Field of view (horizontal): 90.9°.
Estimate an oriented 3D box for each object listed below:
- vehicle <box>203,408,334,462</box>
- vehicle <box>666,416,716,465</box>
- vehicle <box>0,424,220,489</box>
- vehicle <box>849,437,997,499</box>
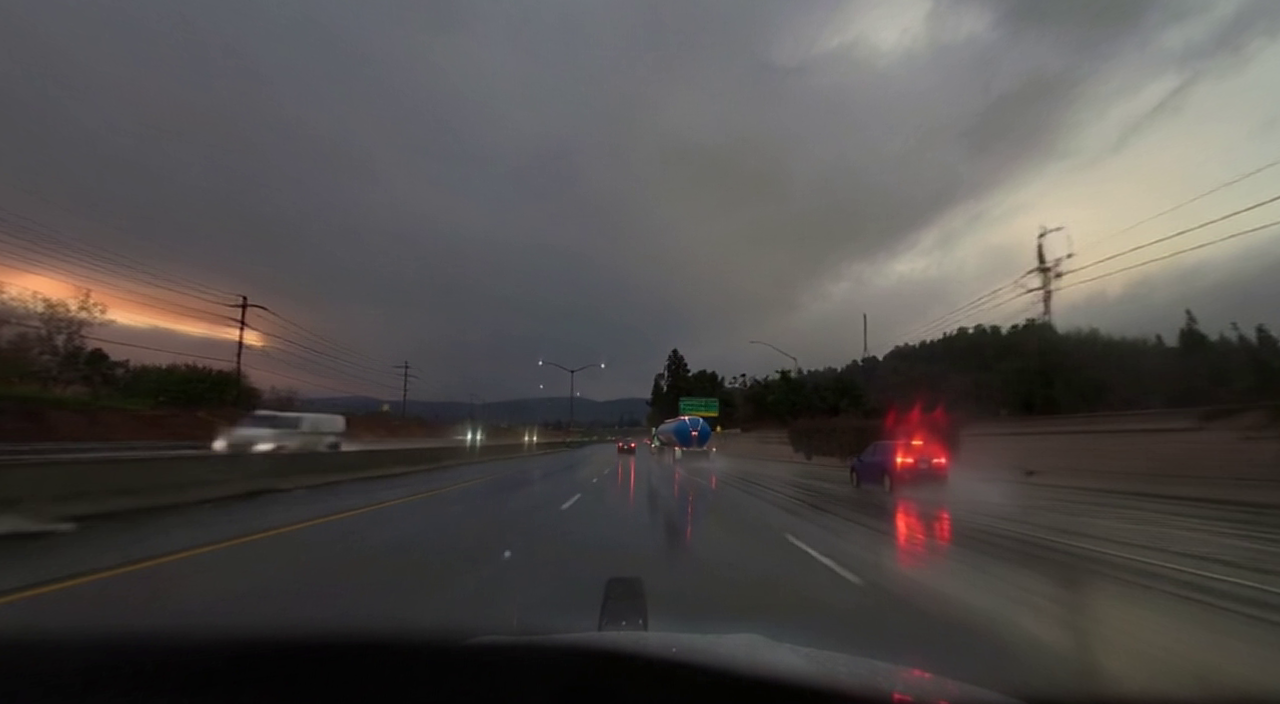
[{"bbox_3d":[-17.571,4.027,30.357,2.710,2.301,6.010,0,-8,-1],"label":"vehicle"},{"bbox_3d":[3.526,6.388,45.360,2.791,3.179,8.074,0,-8,-1],"label":"vehicle"},{"bbox_3d":[-13.815,2.738,16.832,2.199,1.484,4.300,0,-8,0],"label":"vehicle"},{"bbox_3d":[7.544,3.113,17.447,1.905,1.480,4.624,0,-8,-1],"label":"vehicle"}]
